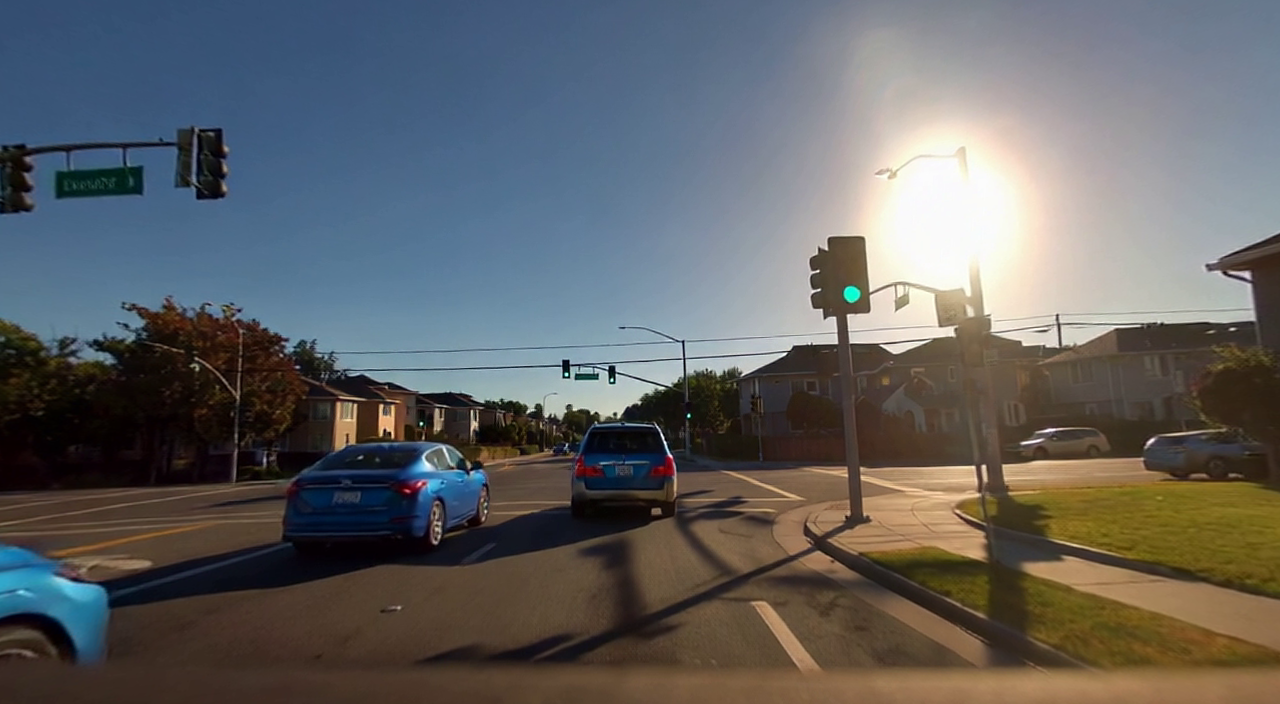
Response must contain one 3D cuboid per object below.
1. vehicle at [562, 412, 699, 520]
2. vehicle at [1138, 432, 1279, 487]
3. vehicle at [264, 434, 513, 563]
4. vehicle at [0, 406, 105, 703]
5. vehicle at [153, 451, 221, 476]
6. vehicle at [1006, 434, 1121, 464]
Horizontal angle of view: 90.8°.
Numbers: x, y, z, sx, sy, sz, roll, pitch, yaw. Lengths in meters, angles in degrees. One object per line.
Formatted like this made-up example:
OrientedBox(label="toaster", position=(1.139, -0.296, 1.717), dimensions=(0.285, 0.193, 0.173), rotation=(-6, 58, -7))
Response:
OrientedBox(label="vehicle", position=(-0.189, 2.341, 13.473), dimensions=(2.396, 1.881, 4.606), rotation=(0, -8, -1))
OrientedBox(label="vehicle", position=(17.228, 2.980, 17.653), dimensions=(4.715, 1.439, 1.874), rotation=(-2, -9, 14))
OrientedBox(label="vehicle", position=(-3.347, 2.015, 9.520), dimensions=(1.934, 1.459, 4.368), rotation=(0, -8, 0))
OrientedBox(label="vehicle", position=(-3.388, 0.663, 0.380), dimensions=(1.977, 1.488, 4.741), rotation=(0, -8, 0))
OrientedBox(label="vehicle", position=(-31.283, 7.668, 43.813), dimensions=(2.113, 1.603, 4.222), rotation=(1, -9, -10))
OrientedBox(label="vehicle", position=(21.339, 4.919, 32.006), dimensions=(4.353, 1.431, 1.876), rotation=(-2, -9, 14))
